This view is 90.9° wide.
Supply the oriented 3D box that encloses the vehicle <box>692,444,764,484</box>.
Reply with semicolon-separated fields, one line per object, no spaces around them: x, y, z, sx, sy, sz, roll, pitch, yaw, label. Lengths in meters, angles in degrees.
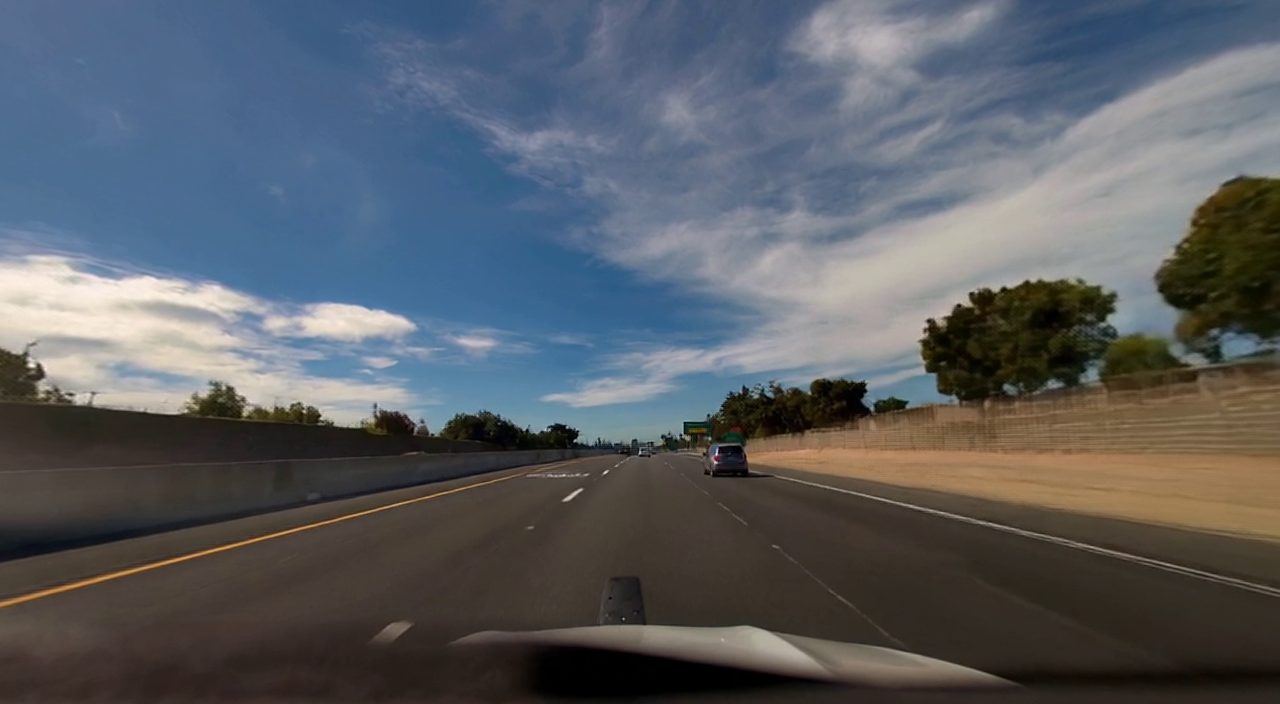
3.430;4.470;25.580;2.193;1.462;4.533;0;-8;-1;vehicle
